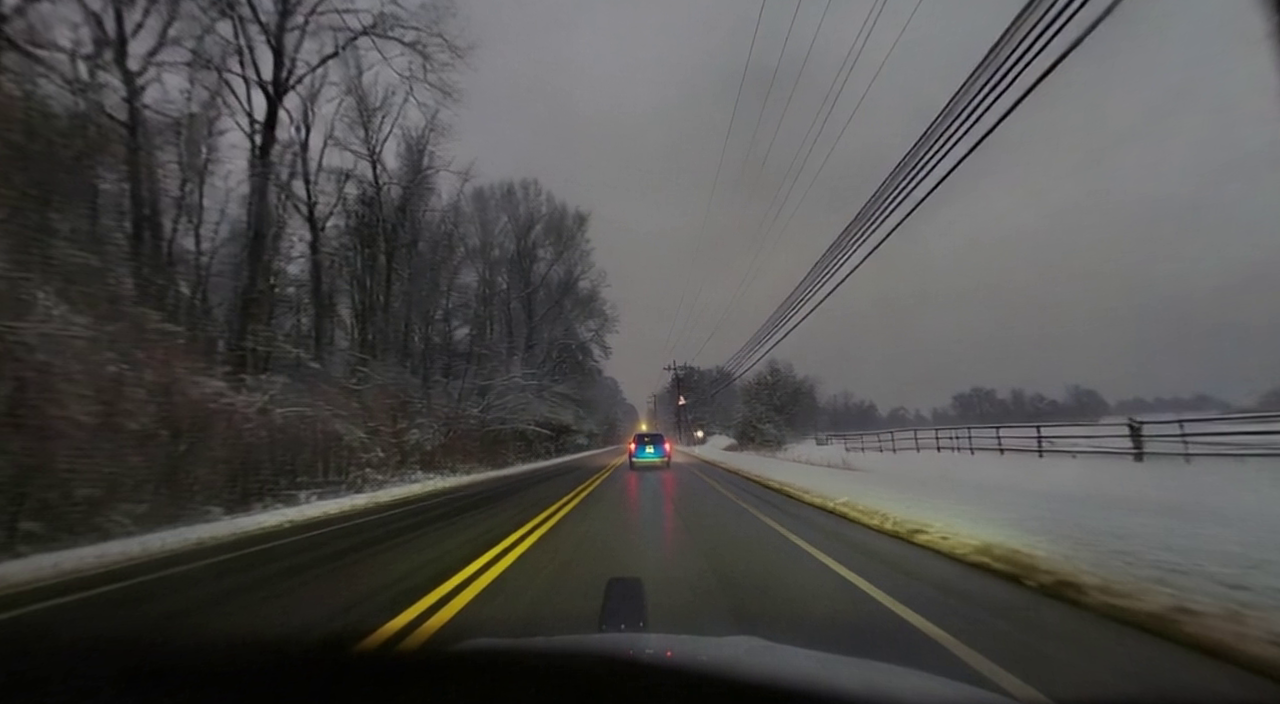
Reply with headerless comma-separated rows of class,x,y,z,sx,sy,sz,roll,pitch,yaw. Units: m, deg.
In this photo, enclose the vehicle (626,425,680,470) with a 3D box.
vehicle,0.611,4.683,30.958,2.468,2.056,4.422,0,-8,1
